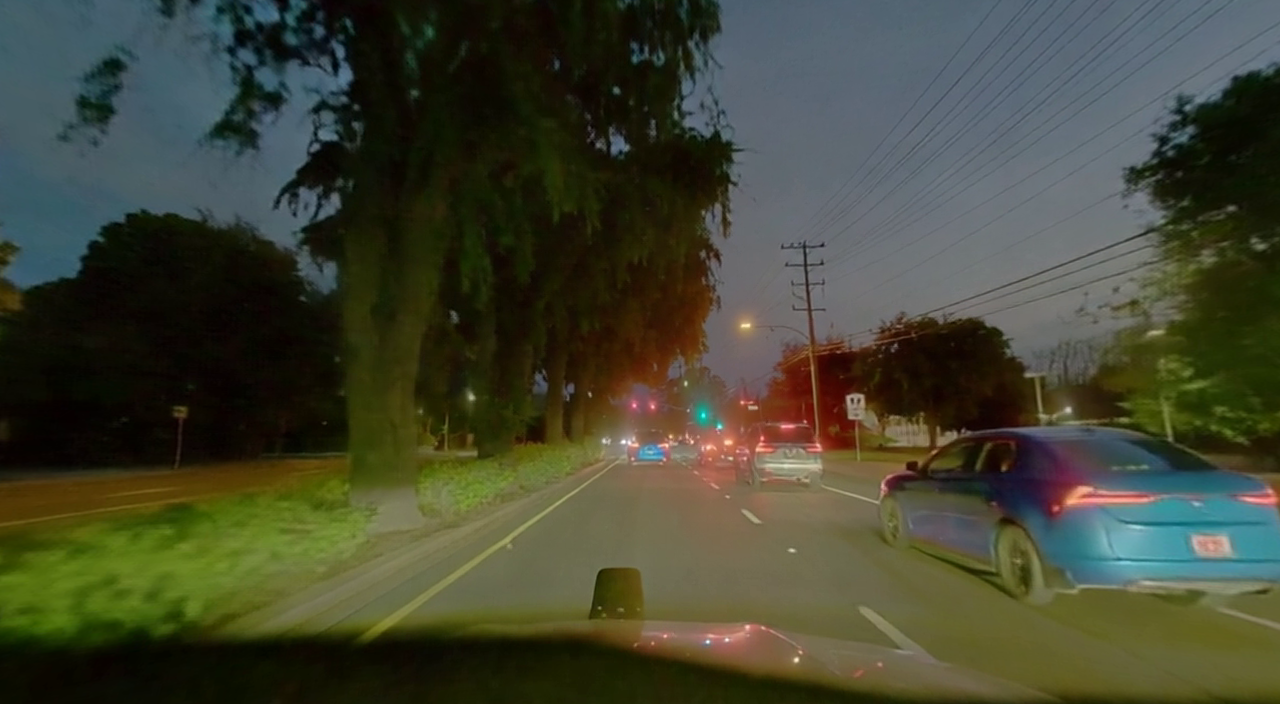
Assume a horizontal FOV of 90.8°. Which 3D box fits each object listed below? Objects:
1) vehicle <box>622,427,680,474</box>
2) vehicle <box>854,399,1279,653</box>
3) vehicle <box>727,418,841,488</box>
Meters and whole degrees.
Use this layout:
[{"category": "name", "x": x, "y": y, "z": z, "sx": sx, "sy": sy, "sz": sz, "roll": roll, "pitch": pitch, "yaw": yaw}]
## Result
[{"category": "vehicle", "x": 0.426, "y": 4.023, "z": 25.895, "sx": 2.163, "sy": 1.746, "sz": 4.073, "roll": -1, "pitch": -8, "yaw": 0}, {"category": "vehicle", "x": 3.761, "y": 1.355, "z": 6.023, "sx": 1.881, "sy": 1.512, "sz": 4.294, "roll": 0, "pitch": -8, "yaw": -1}, {"category": "vehicle", "x": 4.167, "y": 3.036, "z": 19.254, "sx": 2.254, "sy": 1.840, "sz": 4.918, "roll": 0, "pitch": -8, "yaw": 0}]
